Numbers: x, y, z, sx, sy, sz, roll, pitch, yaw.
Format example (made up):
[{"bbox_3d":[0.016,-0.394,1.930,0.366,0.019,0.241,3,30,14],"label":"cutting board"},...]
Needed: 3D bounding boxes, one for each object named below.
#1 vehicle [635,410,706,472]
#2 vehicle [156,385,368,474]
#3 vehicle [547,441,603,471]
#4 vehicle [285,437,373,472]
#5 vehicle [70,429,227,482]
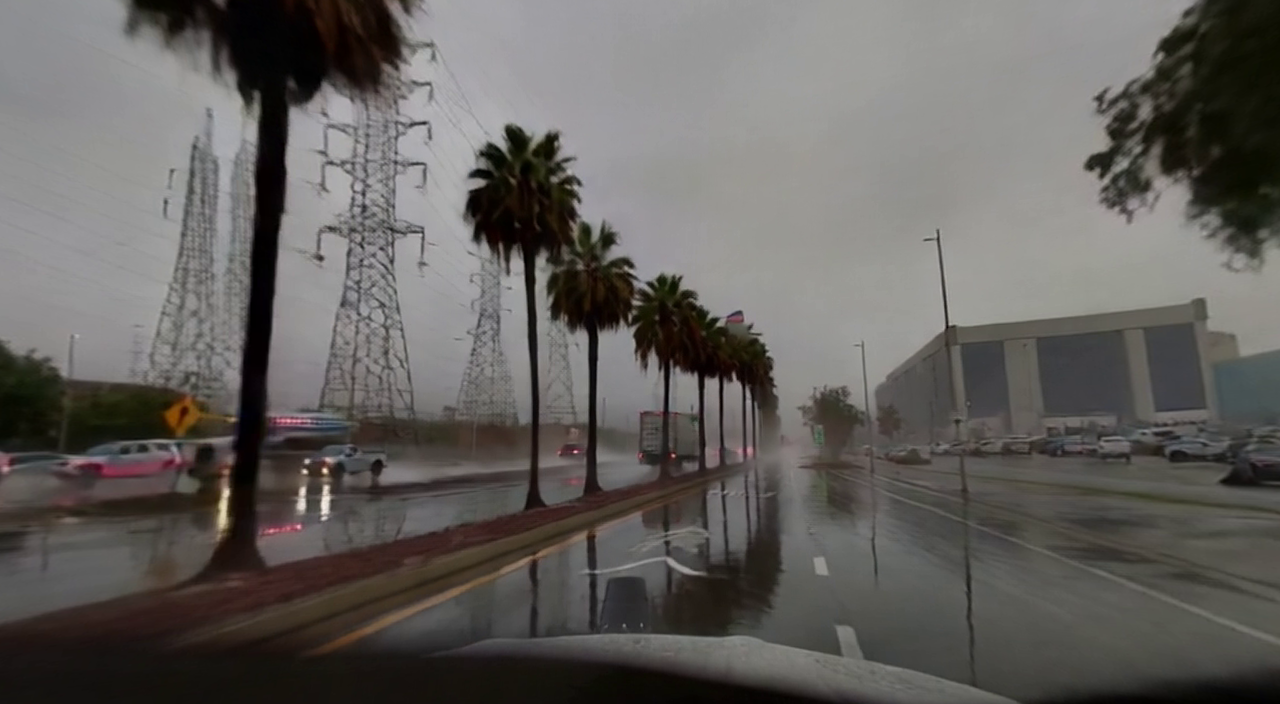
[{"bbox_3d":[2.498,6.606,46.465,2.903,3.933,11.567,-2,-9,14],"label":"vehicle"},{"bbox_3d":[-19.455,4.548,34.002,2.907,3.760,11.193,-5,-12,10],"label":"vehicle"},{"bbox_3d":[-4.511,7.338,44.840,2.266,1.950,5.866,-2,-9,12],"label":"vehicle"},{"bbox_3d":[-16.099,5.329,32.961,1.751,1.639,4.434,-4,-9,11],"label":"vehicle"},{"bbox_3d":[-18.269,3.984,23.763,1.833,1.578,4.412,-9,-13,12],"label":"vehicle"}]
